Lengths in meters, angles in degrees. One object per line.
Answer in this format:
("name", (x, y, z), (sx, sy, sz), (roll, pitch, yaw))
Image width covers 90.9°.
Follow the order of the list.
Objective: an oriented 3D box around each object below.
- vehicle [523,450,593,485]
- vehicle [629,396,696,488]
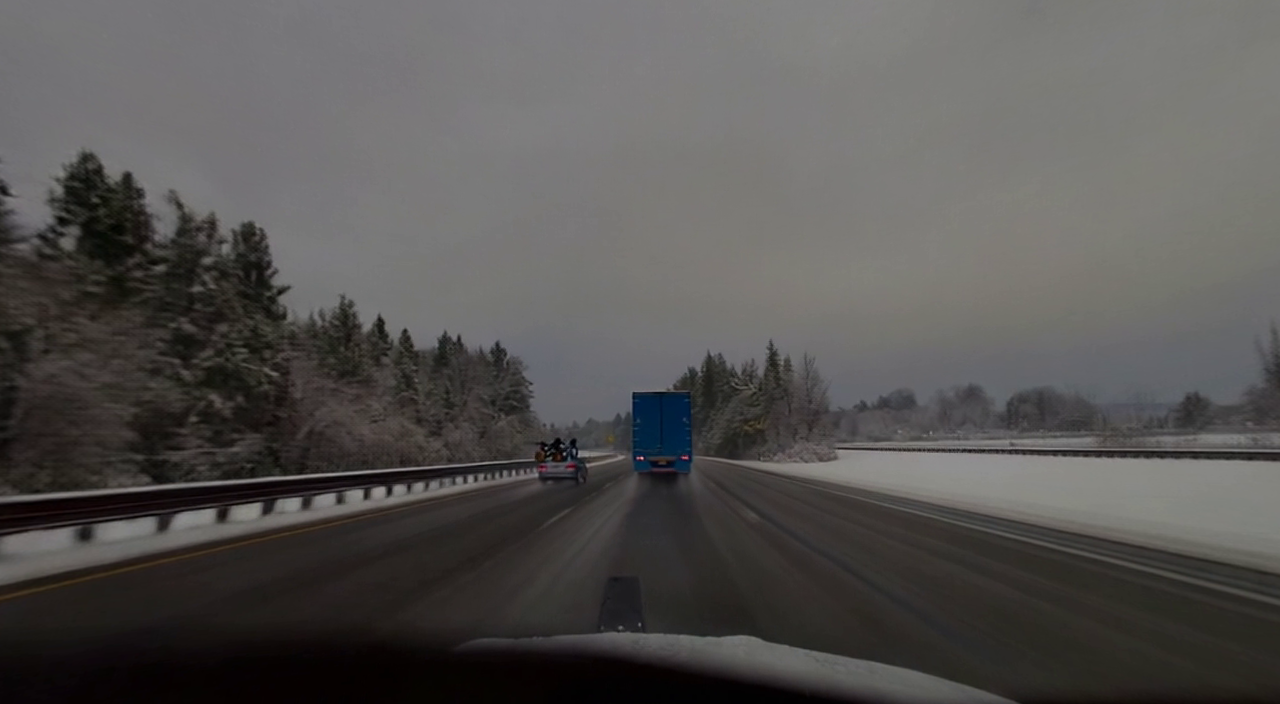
("vehicle", (-3.432, 4.947, 27.341), (2.133, 1.358, 4.870), (0, -9, 3))
("vehicle", (1.185, 4.491, 31.289), (2.821, 3.878, 8.925), (0, -9, 3))
